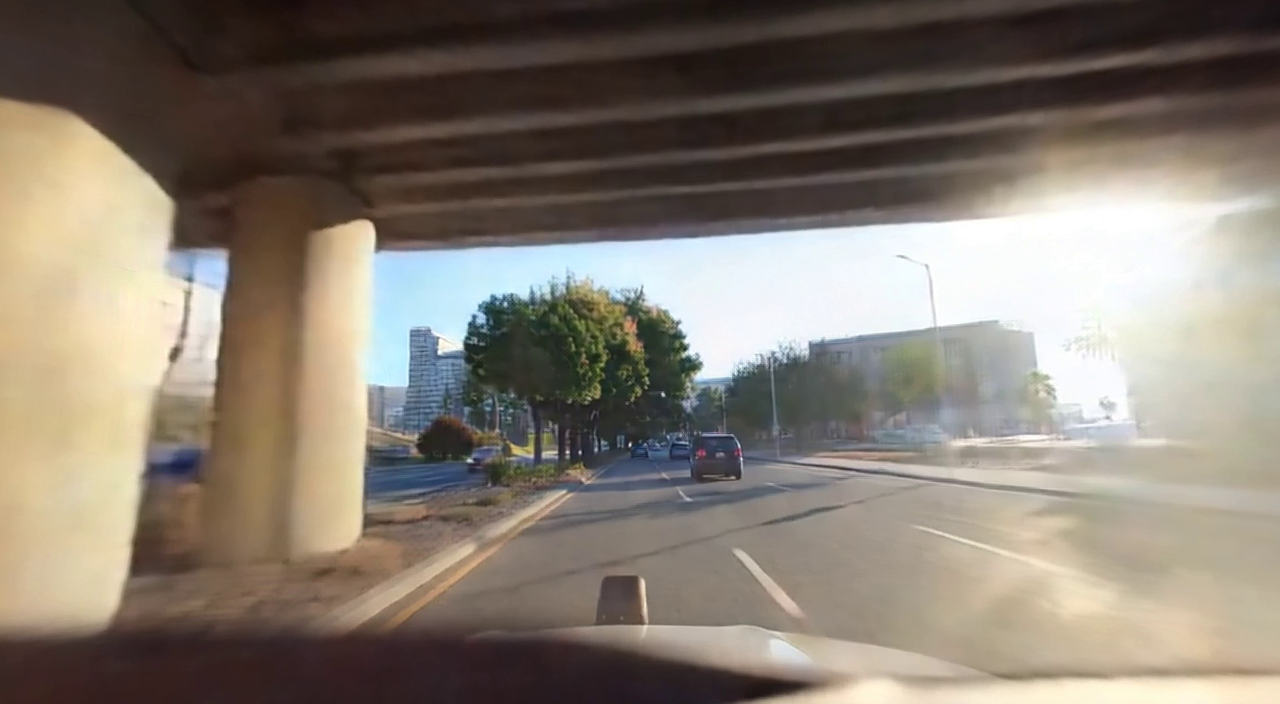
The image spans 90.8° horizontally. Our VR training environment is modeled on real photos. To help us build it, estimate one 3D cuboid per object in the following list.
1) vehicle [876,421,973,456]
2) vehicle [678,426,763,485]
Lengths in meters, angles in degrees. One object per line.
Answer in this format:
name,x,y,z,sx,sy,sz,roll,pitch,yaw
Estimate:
vehicle,19.583,6.072,43.906,2.305,2.084,6.115,1,-10,-21
vehicle,2.959,4.020,24.761,2.559,2.017,5.562,0,-9,0
